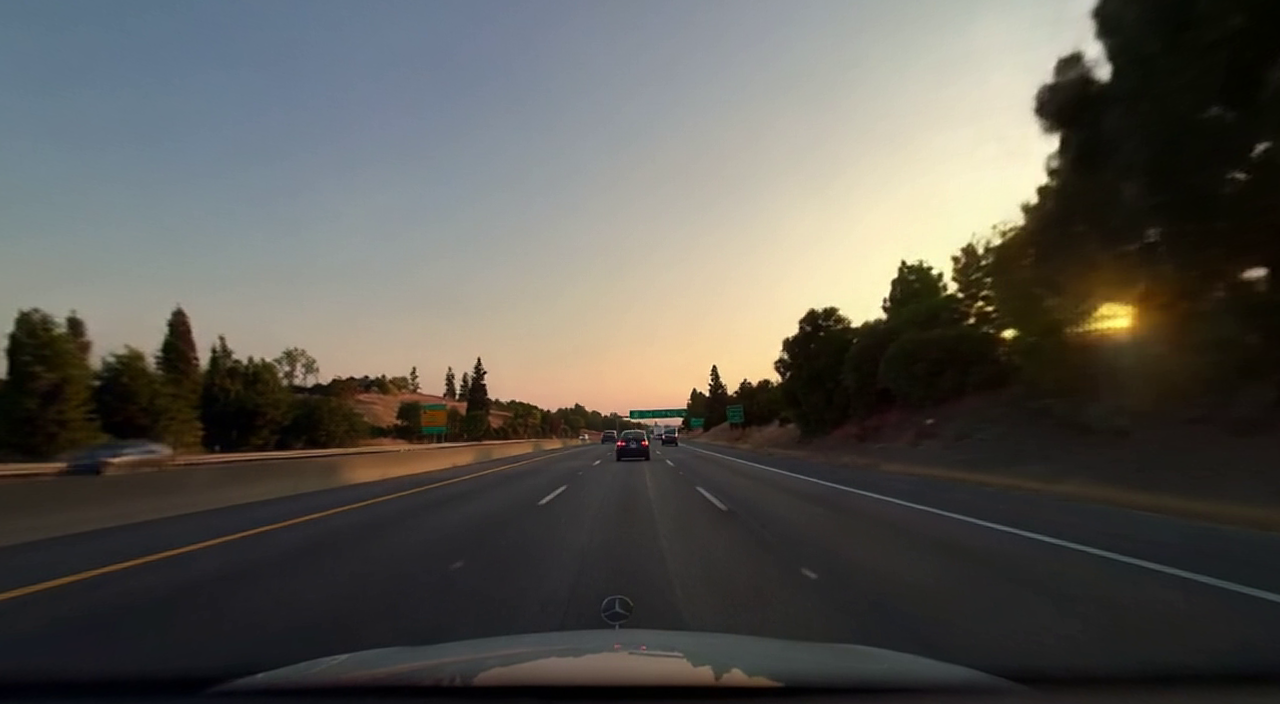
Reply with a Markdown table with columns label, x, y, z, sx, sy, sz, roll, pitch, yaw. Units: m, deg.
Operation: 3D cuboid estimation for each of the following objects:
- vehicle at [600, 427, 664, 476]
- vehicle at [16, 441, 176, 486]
| label | x | y | z | sx | sy | sz | roll | pitch | yaw |
| --- | --- | --- | --- | --- | --- | --- | --- | --- | --- |
| vehicle | -0.288 | 3.516 | 22.501 | 2.094 | 1.600 | 3.666 | 0 | -8 | -1 |
| vehicle | -19.767 | 4.028 | 23.237 | 1.889 | 1.449 | 4.539 | 0 | -8 | -1 |
